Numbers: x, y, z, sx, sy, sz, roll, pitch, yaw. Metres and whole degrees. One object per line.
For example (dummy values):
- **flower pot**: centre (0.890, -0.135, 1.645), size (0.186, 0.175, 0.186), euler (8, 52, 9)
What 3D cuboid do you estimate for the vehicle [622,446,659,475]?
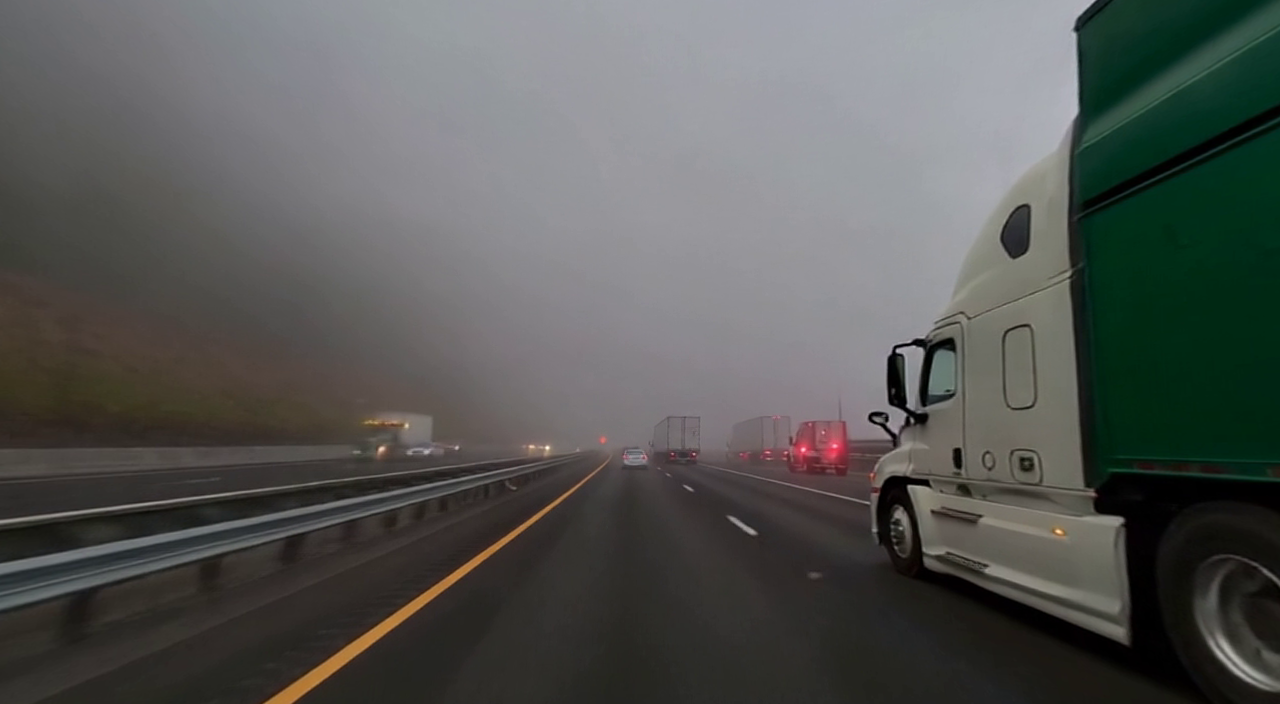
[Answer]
- **vehicle**: centre (-0.012, 5.885, 34.369), size (1.927, 1.437, 3.794), euler (0, -9, -1)

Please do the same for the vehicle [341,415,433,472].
- **vehicle**: centre (-12.720, 4.697, 32.281), size (2.278, 2.621, 5.863), euler (0, -9, -1)

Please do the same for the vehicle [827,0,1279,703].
- **vehicle**: centre (3.662, 0.052, 3.999), size (2.990, 3.934, 6.180), euler (0, -9, 0)
